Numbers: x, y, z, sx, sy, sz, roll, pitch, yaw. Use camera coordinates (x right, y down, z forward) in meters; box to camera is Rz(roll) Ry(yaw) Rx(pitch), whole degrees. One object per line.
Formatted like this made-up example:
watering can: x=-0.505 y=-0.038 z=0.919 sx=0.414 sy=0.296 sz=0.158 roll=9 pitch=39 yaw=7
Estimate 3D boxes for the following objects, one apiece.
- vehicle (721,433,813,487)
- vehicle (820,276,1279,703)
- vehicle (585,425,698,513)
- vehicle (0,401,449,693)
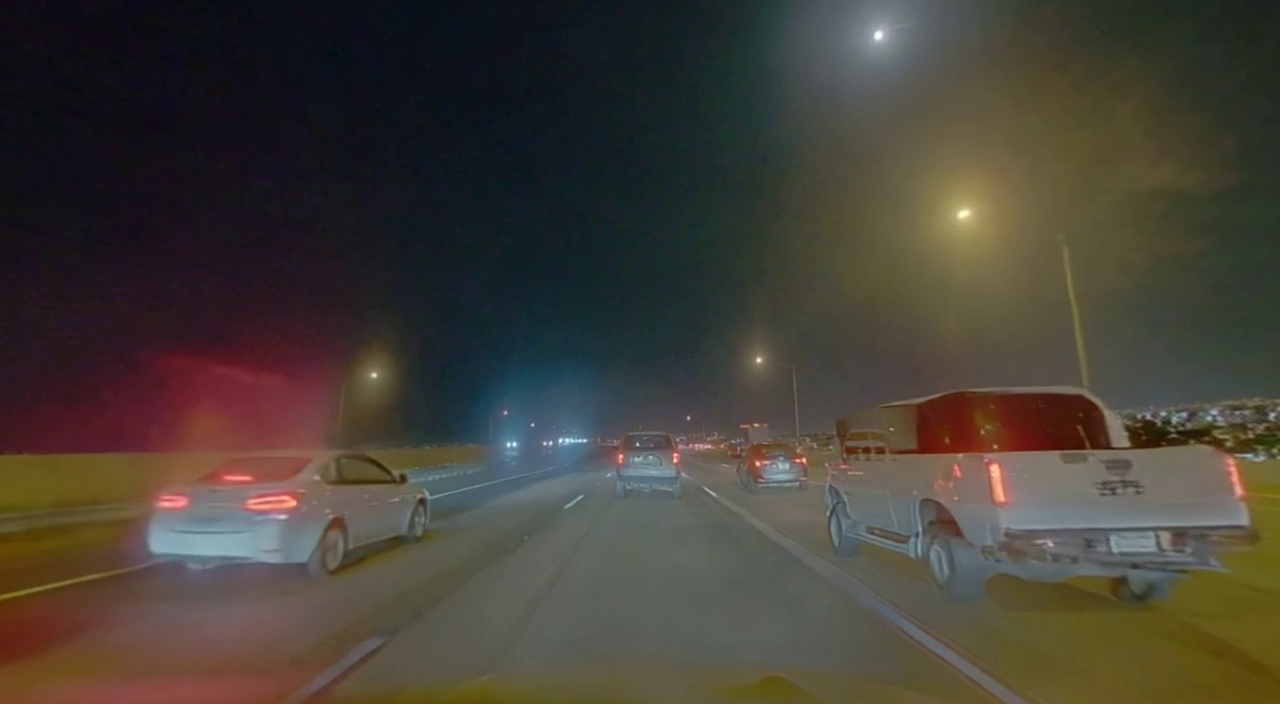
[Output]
vehicle: x=4.158 y=3.625 z=21.343 sx=2.210 sy=1.625 sz=4.249 roll=0 pitch=-9 yaw=-1
vehicle: x=3.868 y=1.093 z=5.709 sx=2.732 sy=2.065 sz=5.826 roll=0 pitch=-9 yaw=0
vehicle: x=0.028 y=2.495 z=13.835 sx=2.099 sy=1.640 sz=4.134 roll=0 pitch=-9 yaw=0
vehicle: x=-3.538 y=1.370 z=5.704 sx=2.011 sy=1.510 sz=4.698 roll=0 pitch=-9 yaw=1
